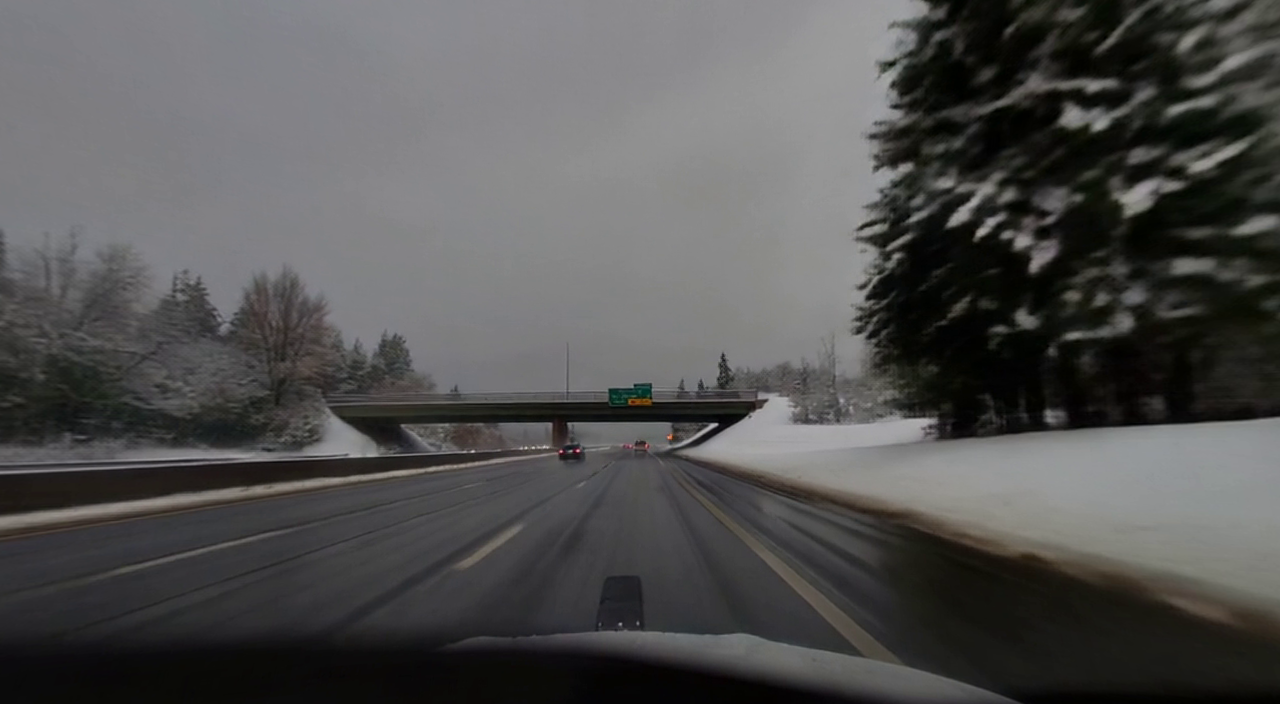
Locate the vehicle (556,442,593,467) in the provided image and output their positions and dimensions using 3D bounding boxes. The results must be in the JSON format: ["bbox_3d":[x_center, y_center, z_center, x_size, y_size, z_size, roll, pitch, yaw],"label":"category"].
[{"bbox_3d":[-4.325,6.831,42.071,1.916,1.545,4.757,0,-9,0],"label":"vehicle"}]

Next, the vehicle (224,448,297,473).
[{"bbox_3d":[-24.679,7.049,41.138,1.860,1.541,4.493,0,-9,1],"label":"vehicle"}]
